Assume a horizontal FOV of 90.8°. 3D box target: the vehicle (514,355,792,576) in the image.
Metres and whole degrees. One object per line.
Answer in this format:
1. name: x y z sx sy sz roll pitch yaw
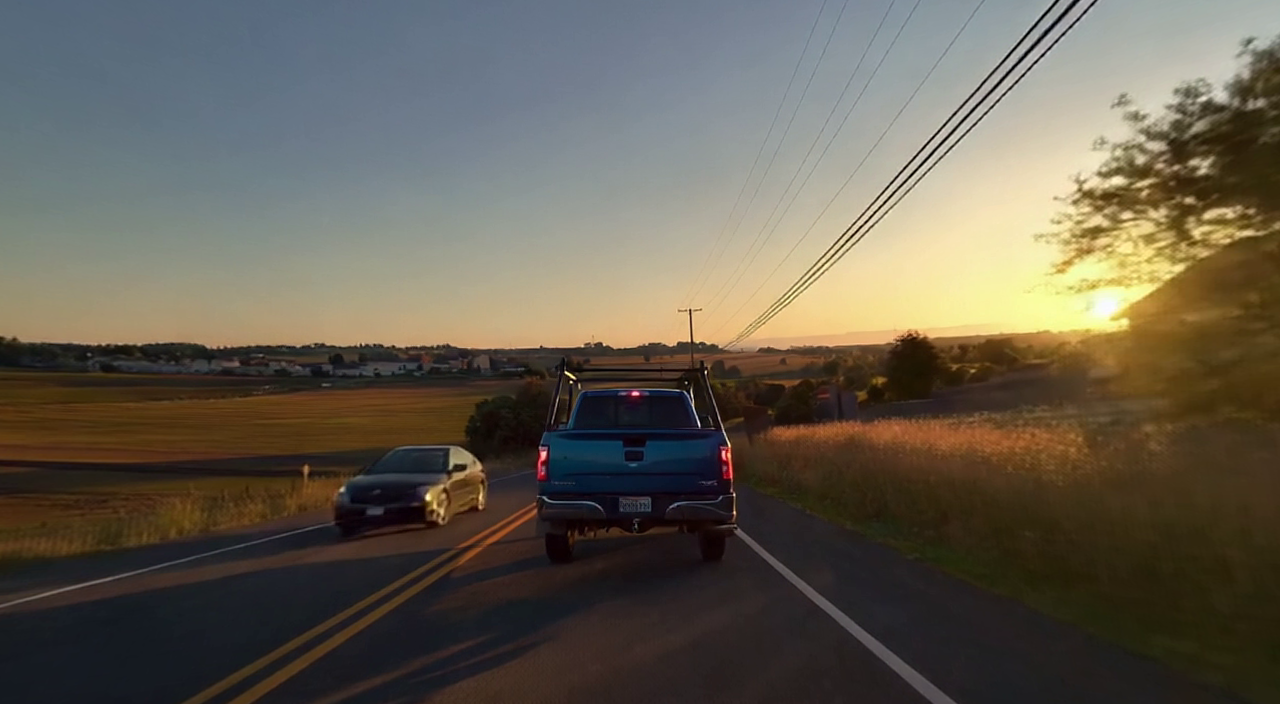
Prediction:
1. vehicle: 0.041 1.724 10.386 2.912 2.320 7.292 0 -8 -2

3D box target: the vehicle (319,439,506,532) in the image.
1. vehicle: -4.093 2.464 12.292 2.014 1.459 4.349 0 -8 0
